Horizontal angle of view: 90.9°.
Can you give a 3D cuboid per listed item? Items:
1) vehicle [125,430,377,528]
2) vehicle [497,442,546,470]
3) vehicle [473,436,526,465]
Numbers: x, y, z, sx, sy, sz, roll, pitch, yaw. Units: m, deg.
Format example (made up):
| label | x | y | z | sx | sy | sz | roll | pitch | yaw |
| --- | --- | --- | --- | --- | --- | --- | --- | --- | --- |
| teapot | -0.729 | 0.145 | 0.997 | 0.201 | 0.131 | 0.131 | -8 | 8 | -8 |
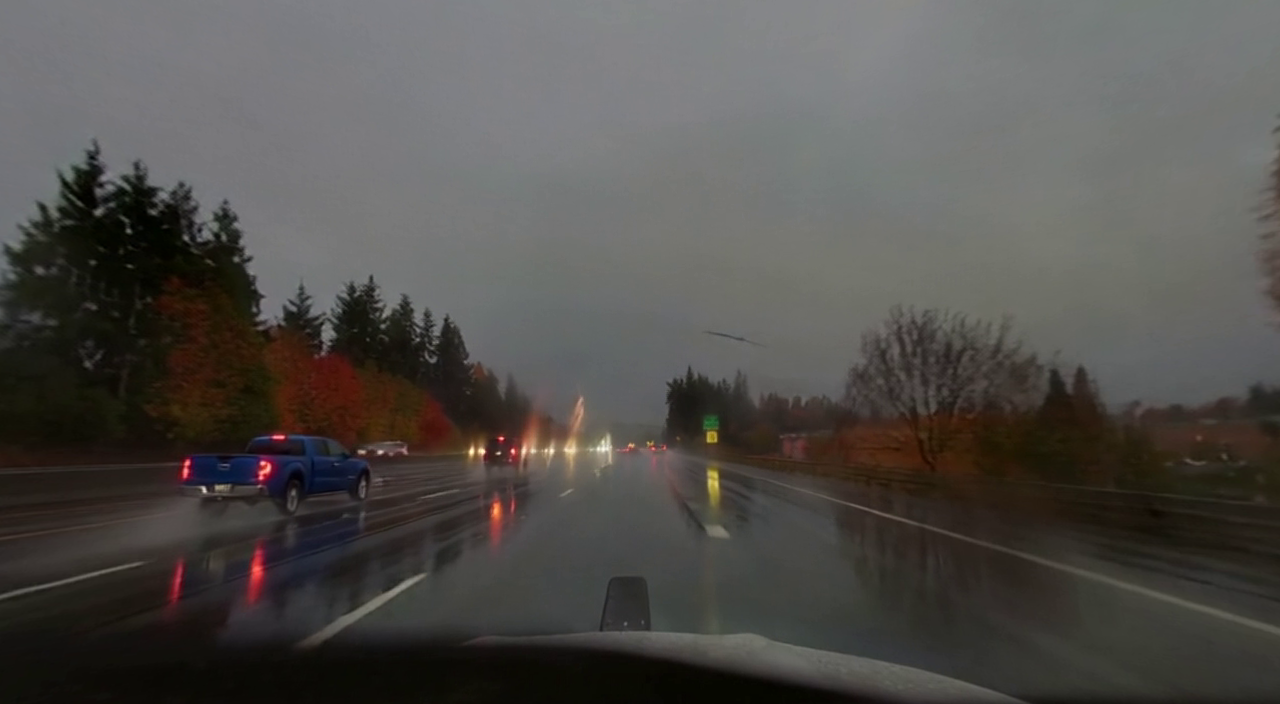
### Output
| label | x | y | z | sx | sy | sz | roll | pitch | yaw |
| --- | --- | --- | --- | --- | --- | --- | --- | --- | --- |
| vehicle | -7.286 | 2.402 | 12.585 | 1.965 | 1.567 | 4.686 | 0 | -8 | 1 |
| vehicle | -6.819 | 6.007 | 36.570 | 1.919 | 1.499 | 4.234 | 0 | -8 | 1 |
| vehicle | -10.255 | 7.235 | 46.452 | 2.347 | 1.984 | 5.778 | 0 | -8 | 3 |
